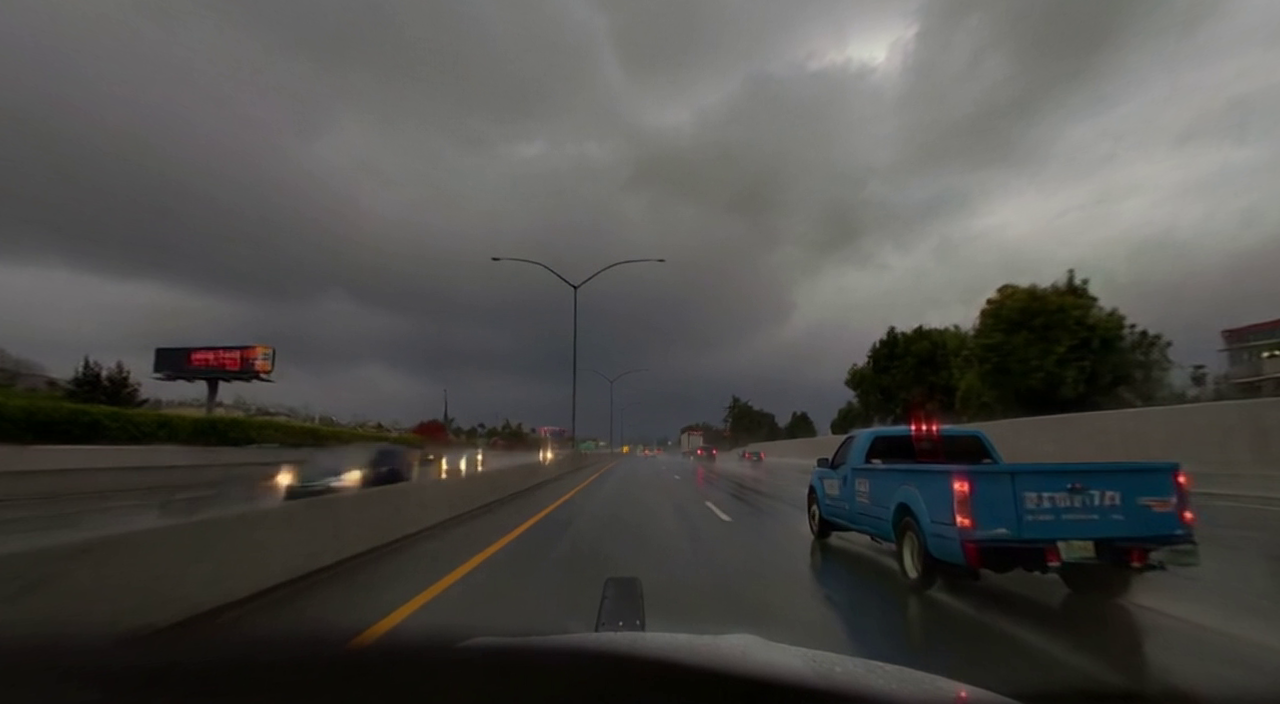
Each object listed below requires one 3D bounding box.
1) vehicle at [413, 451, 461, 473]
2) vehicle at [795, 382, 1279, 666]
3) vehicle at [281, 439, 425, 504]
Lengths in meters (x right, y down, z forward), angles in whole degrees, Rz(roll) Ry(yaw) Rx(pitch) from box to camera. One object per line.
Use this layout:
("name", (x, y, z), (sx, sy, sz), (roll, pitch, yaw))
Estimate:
("vehicle", (-14.690, 7.991, 45.971), (1.877, 1.481, 4.684), (0, -9, 0))
("vehicle", (3.080, 1.375, 6.146), (1.973, 1.710, 4.476), (0, -9, 0))
("vehicle", (-7.500, 3.139, 17.027), (2.035, 1.508, 3.950), (0, -9, 0))
